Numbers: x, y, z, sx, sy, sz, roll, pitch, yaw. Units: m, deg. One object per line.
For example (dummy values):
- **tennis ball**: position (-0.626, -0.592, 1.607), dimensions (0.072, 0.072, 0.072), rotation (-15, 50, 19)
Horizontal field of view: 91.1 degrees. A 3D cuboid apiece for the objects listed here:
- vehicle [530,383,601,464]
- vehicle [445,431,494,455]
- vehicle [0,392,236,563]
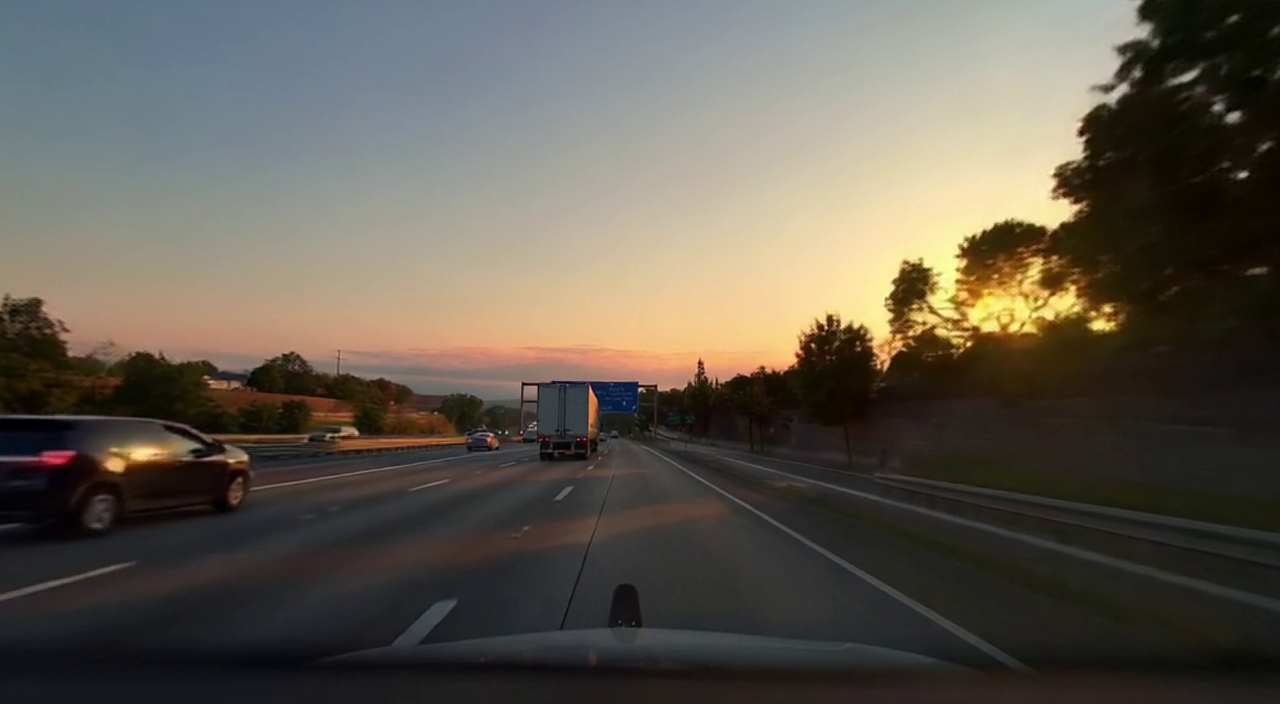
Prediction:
- **vehicle**: position (-4.073, 4.385, 37.321), dimensions (3.002, 3.987, 12.477), rotation (0, -8, -1)
- **vehicle**: position (-11.883, 6.354, 44.069), dimensions (2.138, 1.531, 4.864), rotation (0, -8, -1)
- **vehicle**: position (-7.430, 1.440, 7.704), dimensions (2.075, 1.691, 4.431), rotation (0, -8, -2)
